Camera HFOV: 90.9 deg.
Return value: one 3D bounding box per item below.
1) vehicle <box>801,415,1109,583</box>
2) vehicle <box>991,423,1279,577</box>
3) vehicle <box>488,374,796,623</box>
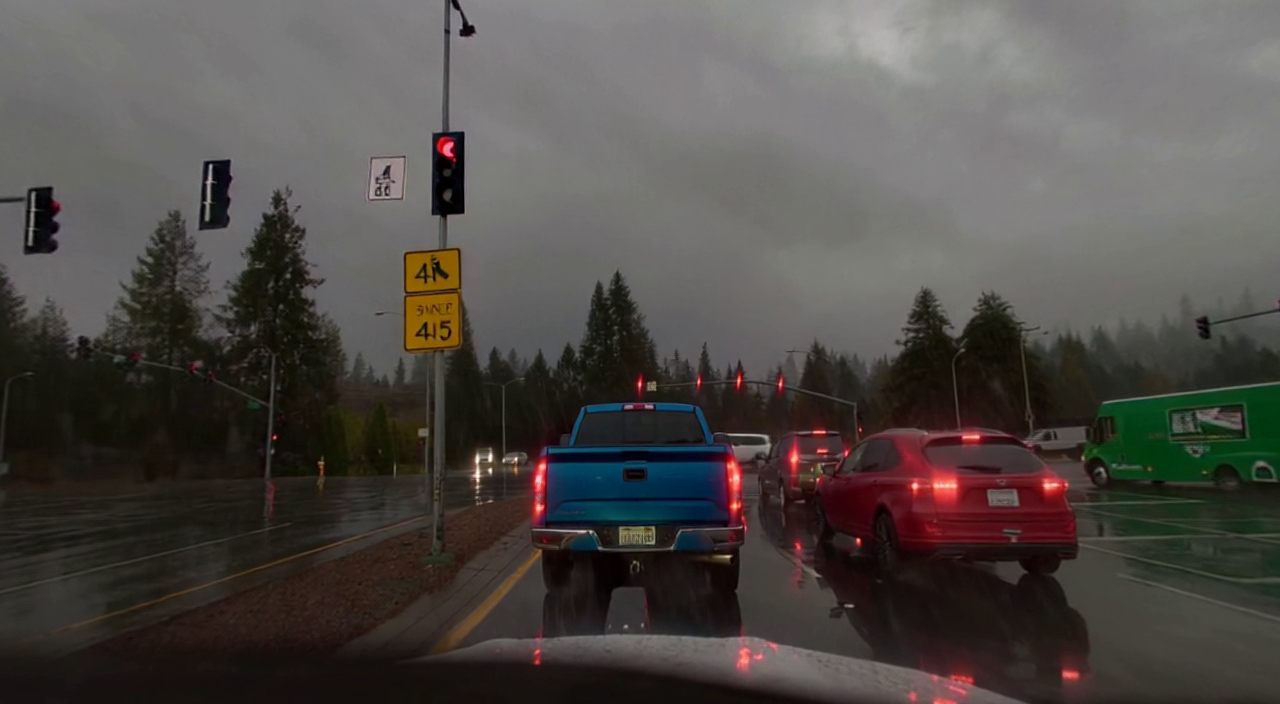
[{"bbox_3d":[3.578,1.725,8.197,1.981,1.616,4.006,0,-8,1],"label":"vehicle"},{"bbox_3d":[6.830,1.744,8.272,1.973,1.470,4.228,0,-8,0],"label":"vehicle"},{"bbox_3d":[0.045,1.472,7.346,2.326,1.880,4.964,0,-8,1],"label":"vehicle"}]
